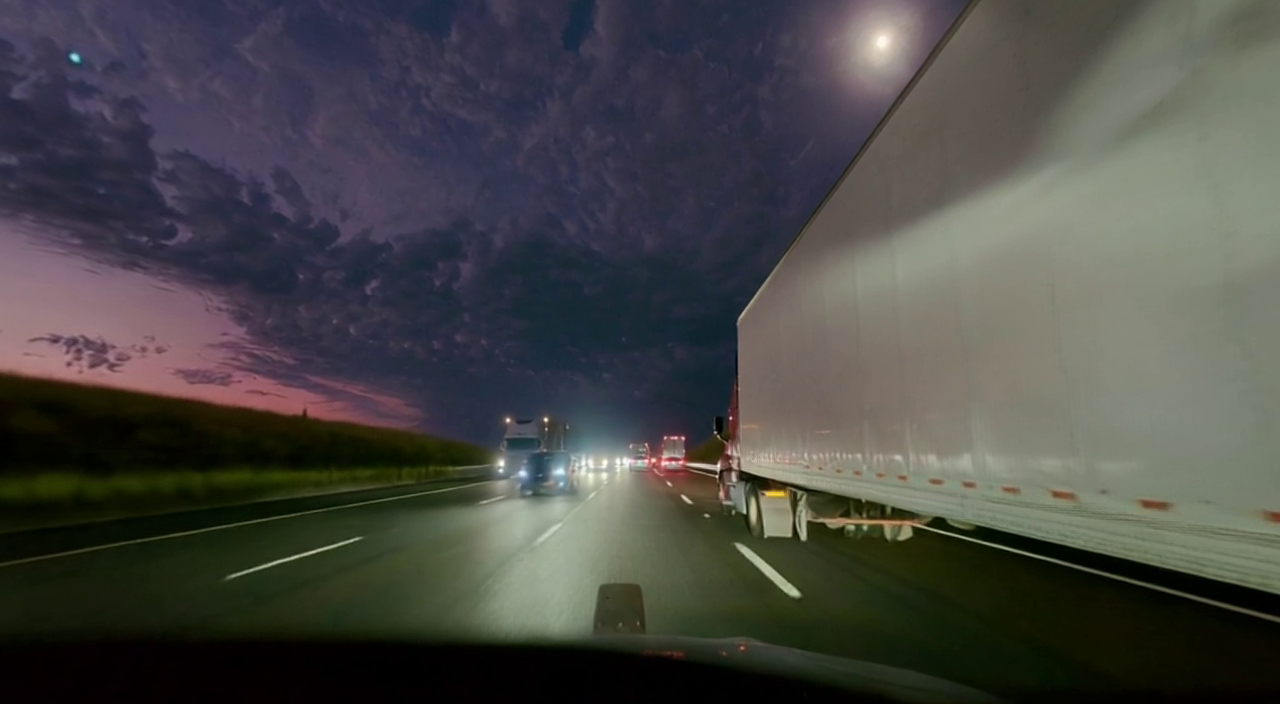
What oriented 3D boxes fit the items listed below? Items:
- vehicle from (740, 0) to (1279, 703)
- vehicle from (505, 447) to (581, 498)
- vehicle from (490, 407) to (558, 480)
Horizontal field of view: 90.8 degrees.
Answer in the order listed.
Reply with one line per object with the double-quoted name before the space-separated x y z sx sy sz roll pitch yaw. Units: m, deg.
"vehicle" 3.323 0.094 4.743 2.845 4.071 14.008 0 -9 0
"vehicle" -3.186 4.047 21.490 1.949 1.555 3.888 0 -9 1
"vehicle" -6.829 5.519 37.994 2.910 3.989 5.837 0 -9 0
